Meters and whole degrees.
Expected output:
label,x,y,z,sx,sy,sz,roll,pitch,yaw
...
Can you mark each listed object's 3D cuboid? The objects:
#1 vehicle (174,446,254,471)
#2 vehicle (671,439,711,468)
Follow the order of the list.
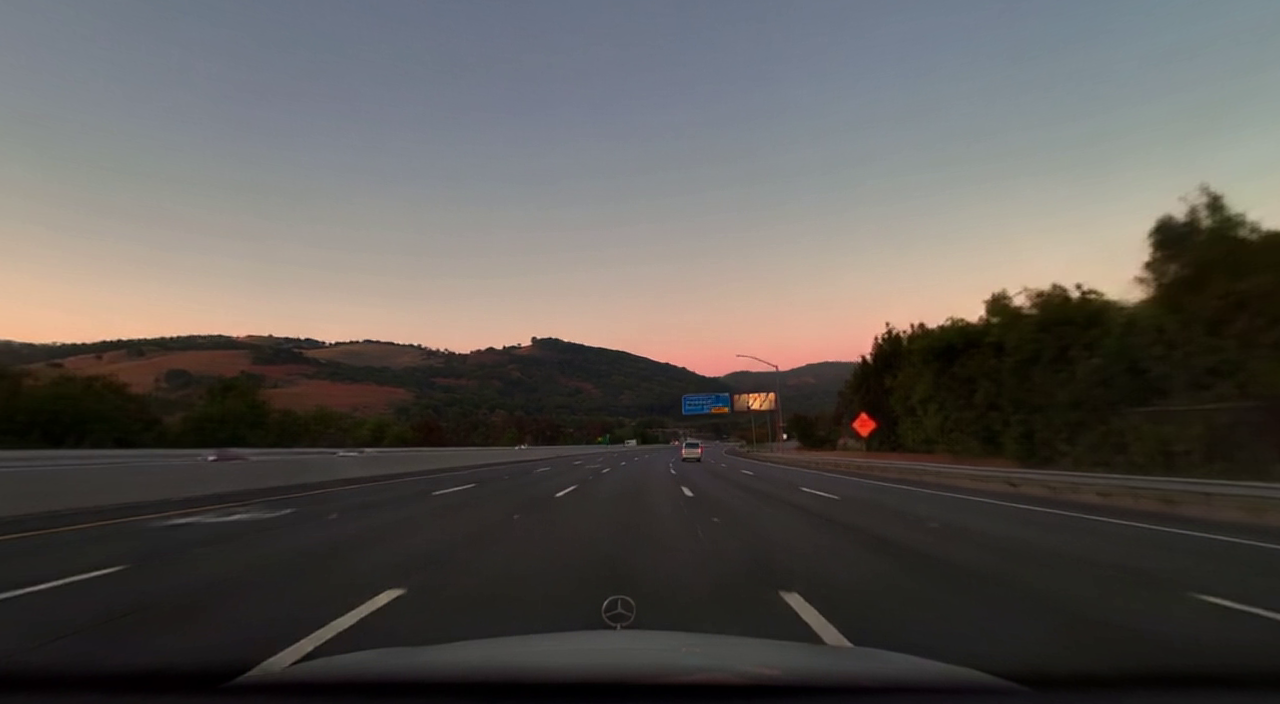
label,x,y,z,sx,sy,sz,roll,pitch,yaw
vehicle,-28.926,7.231,43.081,2.211,1.546,4.505,-1,-9,2
vehicle,3.287,6.619,41.419,2.224,1.738,4.376,0,-9,0
